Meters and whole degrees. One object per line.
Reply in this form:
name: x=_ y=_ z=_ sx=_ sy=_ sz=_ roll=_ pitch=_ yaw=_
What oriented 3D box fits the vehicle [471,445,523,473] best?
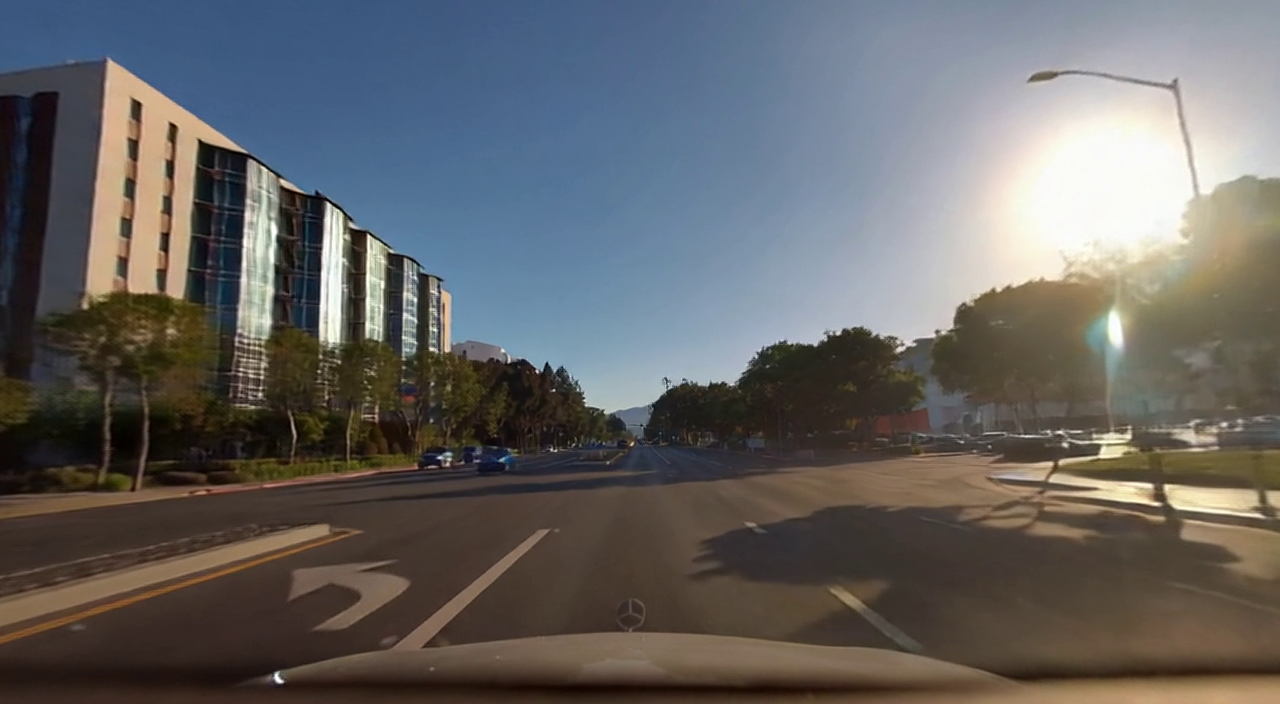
vehicle: x=-8.036 y=6.045 z=35.860 sx=1.911 sy=1.499 sz=4.032 roll=-1 pitch=-8 yaw=2

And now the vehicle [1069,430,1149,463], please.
vehicle: x=24.988 y=5.013 z=33.535 sx=4.512 sy=1.648 sz=1.938 roll=5 pitch=-10 yaw=-34

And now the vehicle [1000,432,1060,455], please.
vehicle: x=30.309 y=7.094 z=48.945 sx=5.036 sy=1.698 sz=2.031 roll=6 pitch=-10 yaw=-35

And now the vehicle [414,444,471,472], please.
vehicle: x=-14.872 y=8.015 z=47.918 sx=2.209 sy=1.931 sz=5.813 roll=-1 pitch=-8 yaw=3

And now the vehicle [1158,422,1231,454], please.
vehicle: x=36.636 y=5.668 z=41.598 sx=5.504 sy=1.957 sz=2.290 roll=4 pitch=-10 yaw=-37
